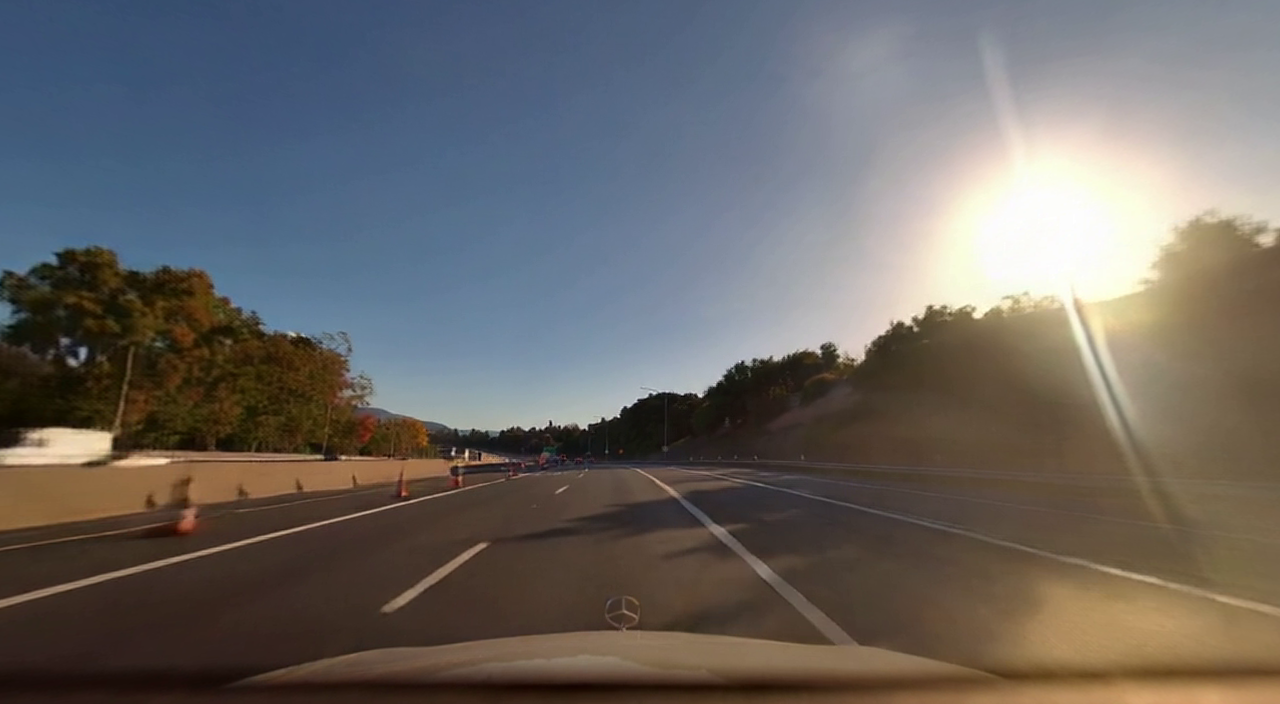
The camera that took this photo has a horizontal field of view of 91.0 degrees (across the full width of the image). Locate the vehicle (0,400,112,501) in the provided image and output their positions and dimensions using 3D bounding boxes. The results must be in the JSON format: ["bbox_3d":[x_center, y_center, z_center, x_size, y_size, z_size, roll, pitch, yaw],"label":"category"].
[{"bbox_3d":[-17.261,2.314,15.051,2.750,2.474,7.300,1,-11,1],"label":"vehicle"}]
